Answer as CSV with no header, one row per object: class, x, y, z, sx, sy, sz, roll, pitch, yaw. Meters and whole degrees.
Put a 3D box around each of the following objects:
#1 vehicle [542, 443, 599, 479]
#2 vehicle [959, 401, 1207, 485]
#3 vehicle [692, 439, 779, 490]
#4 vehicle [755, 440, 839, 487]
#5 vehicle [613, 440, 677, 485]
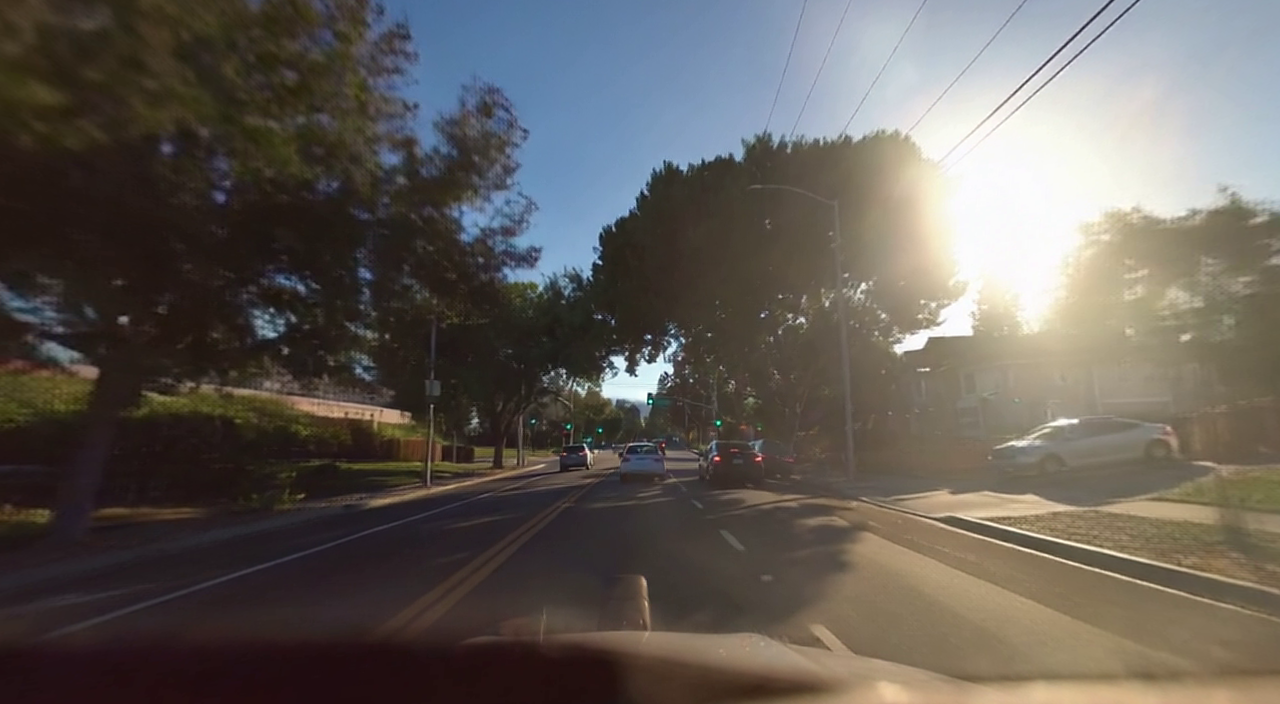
vehicle,-3.127,4.981,29.163,2.012,1.505,4.205,-1,-8,2
vehicle,13.771,2.860,19.925,5.929,1.970,2.381,-5,-8,-2
vehicle,3.034,3.679,21.012,2.158,1.483,4.415,0,-8,-1
vehicle,5.872,4.205,24.245,2.011,1.620,4.694,0,-8,0
vehicle,0.165,3.987,23.133,2.101,1.467,4.210,0,-8,0
